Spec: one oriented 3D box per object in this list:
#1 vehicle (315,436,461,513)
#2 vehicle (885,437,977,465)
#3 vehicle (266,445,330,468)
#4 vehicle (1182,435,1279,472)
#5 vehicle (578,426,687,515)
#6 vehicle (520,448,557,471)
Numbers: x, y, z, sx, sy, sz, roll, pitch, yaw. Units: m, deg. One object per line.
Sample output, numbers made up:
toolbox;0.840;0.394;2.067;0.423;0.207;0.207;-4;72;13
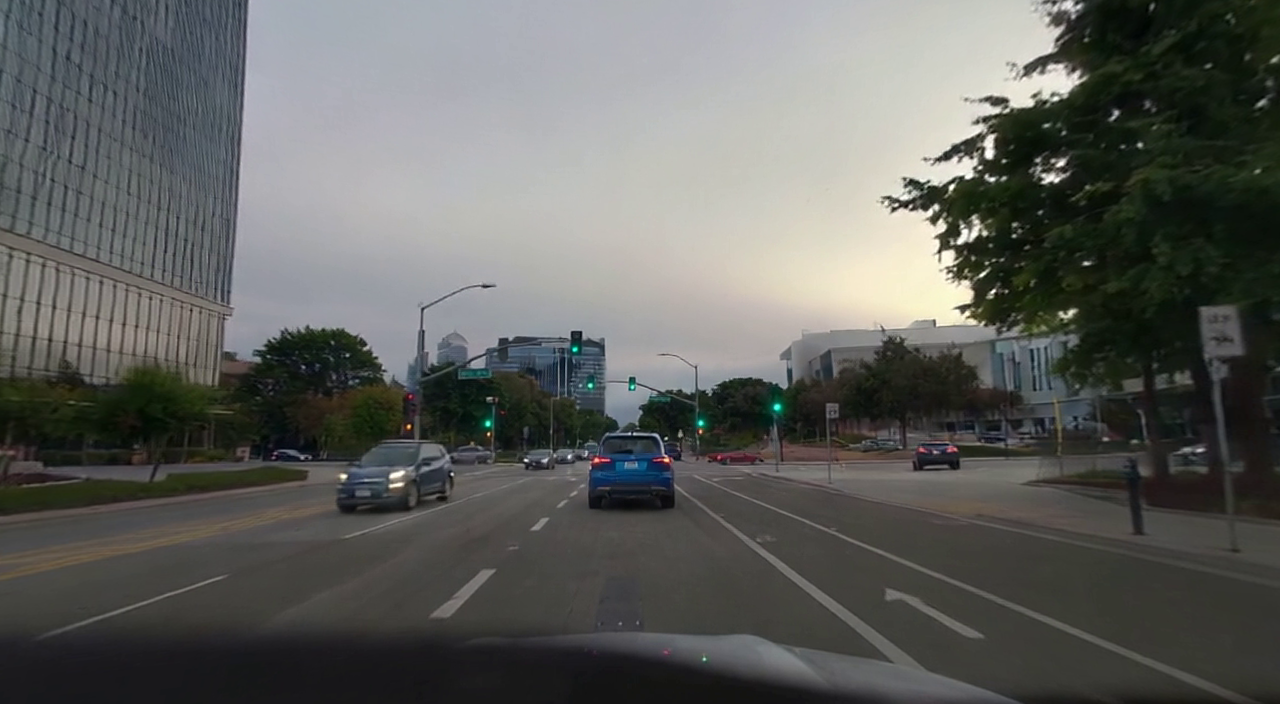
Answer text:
vehicle;-6.149;3.008;16.046;2.028;1.655;4.189;0;-8;-1
vehicle;16.770;5.714;36.493;4.422;1.563;1.751;0;-9;-2
vehicle;-26.883;8.201;49.674;4.393;1.730;2.151;-5;-9;25
vehicle;28.776;4.708;29.440;5.161;1.610;2.024;0;-8;-2
vehicle;-0.221;2.690;14.845;2.183;1.765;4.059;0;-8;-2
vehicle;-6.976;7.429;43.916;1.908;1.475;4.337;0;-8;0
